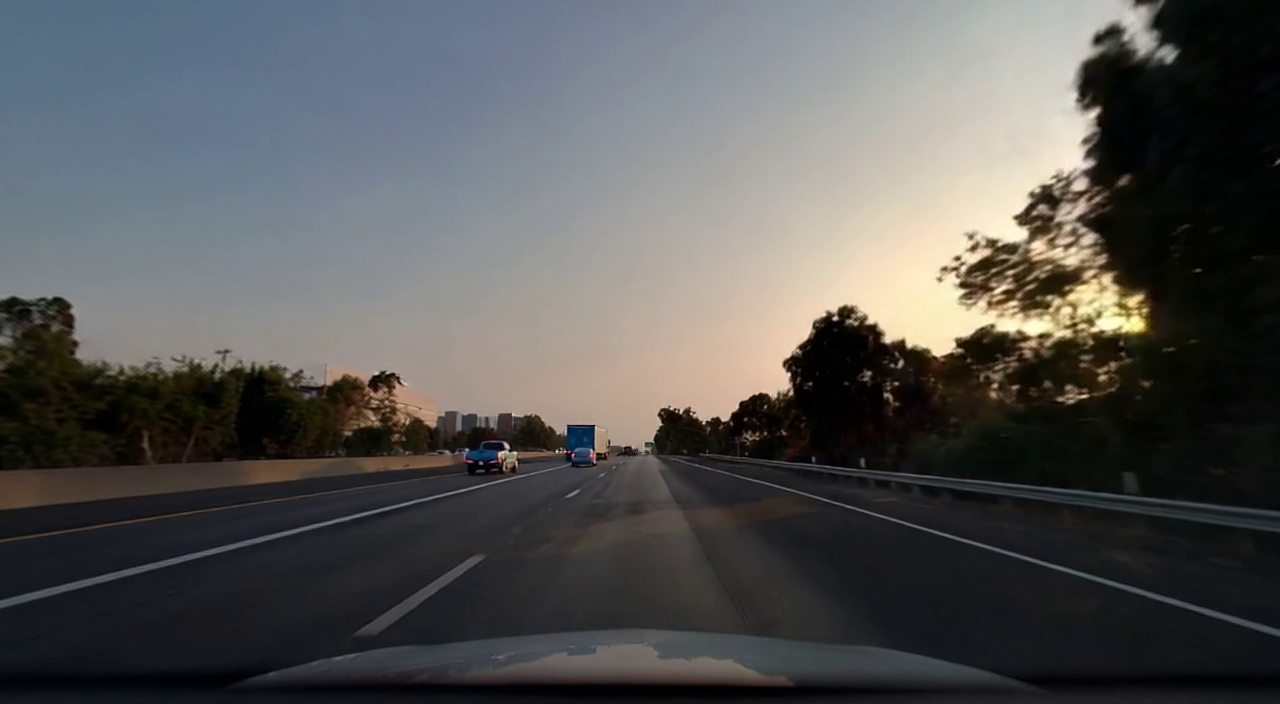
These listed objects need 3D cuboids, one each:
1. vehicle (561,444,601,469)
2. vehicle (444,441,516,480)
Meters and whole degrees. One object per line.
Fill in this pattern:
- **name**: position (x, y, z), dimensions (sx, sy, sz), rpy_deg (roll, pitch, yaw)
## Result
- **vehicle**: position (-3.800, 6.860, 41.570), dimensions (2.184, 1.554, 4.350), rpy_deg (0, -8, 1)
- **vehicle**: position (-7.156, 4.877, 28.693), dimensions (2.075, 1.646, 4.405), rpy_deg (0, -8, 0)
